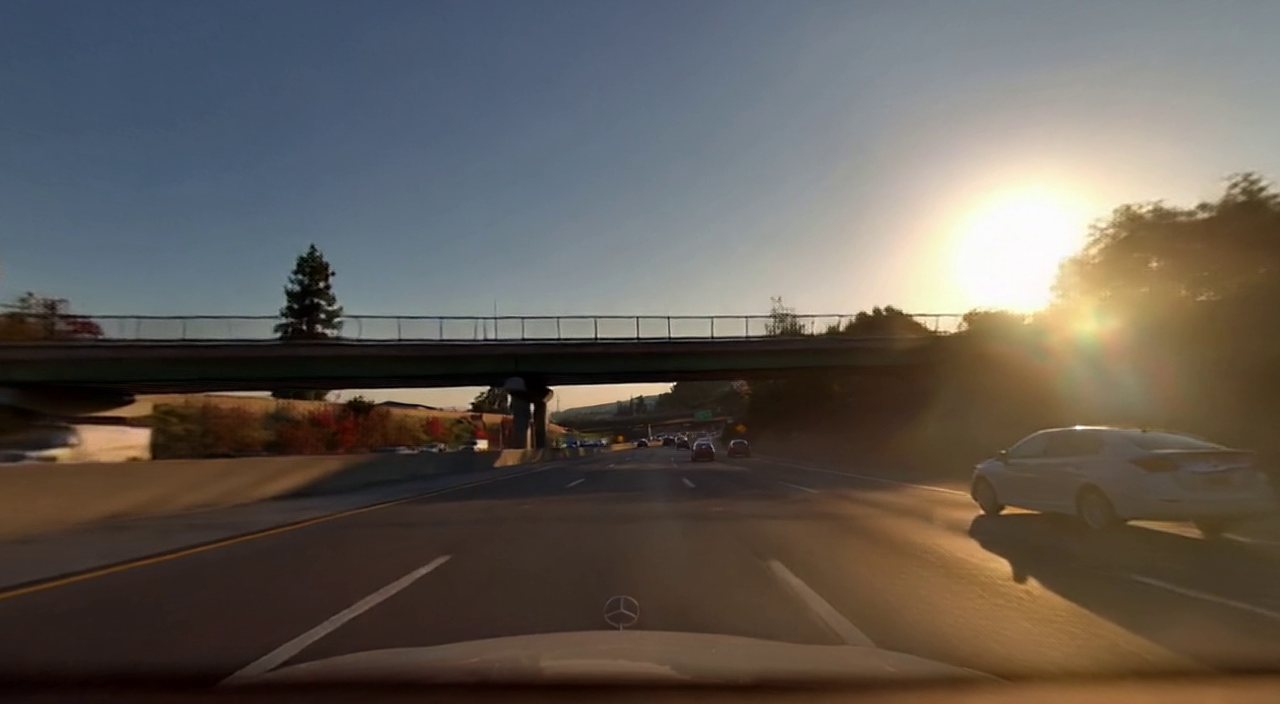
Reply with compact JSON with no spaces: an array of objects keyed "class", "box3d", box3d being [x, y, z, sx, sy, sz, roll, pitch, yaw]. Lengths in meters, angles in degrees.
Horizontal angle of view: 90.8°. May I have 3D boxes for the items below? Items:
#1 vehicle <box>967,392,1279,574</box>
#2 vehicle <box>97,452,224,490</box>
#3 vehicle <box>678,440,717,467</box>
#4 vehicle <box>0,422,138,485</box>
[{"class":"vehicle","box3d":[7.008,1.673,8.855,2.087,1.806,4.946,0,-9,-1]},{"class":"vehicle","box3d":[-20.518,5.080,27.329,1.916,1.475,4.525,0,-9,1]},{"class":"vehicle","box3d":[3.353,5.970,37.424,1.981,1.471,4.342,0,-9,1]},{"class":"vehicle","box3d":[-28.513,4.899,30.725,2.242,2.658,6.965,0,-9,1]}]
